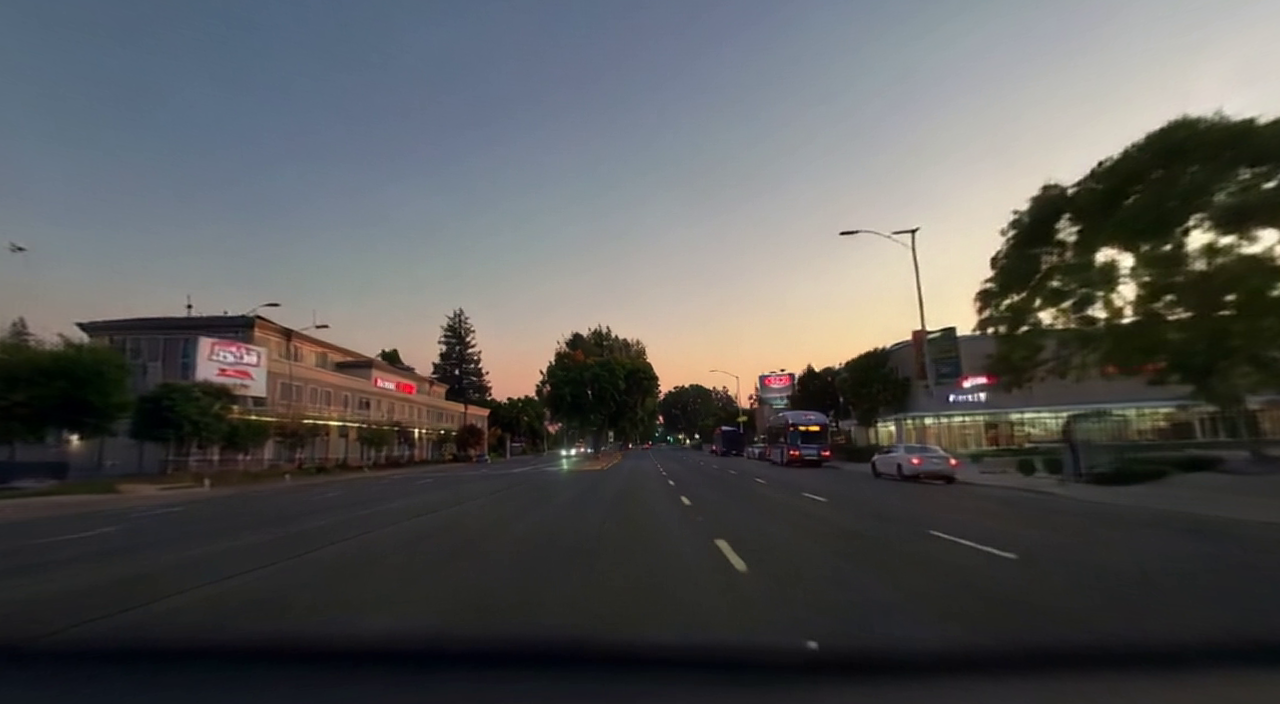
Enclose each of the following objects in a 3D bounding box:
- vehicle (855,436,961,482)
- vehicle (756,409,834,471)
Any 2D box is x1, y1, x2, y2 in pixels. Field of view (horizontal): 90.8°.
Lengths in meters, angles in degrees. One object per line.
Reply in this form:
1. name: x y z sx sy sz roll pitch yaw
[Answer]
1. vehicle: 10.238 4.111 24.581 2.085 1.630 4.403 0 -8 -1
2. vehicle: 9.900 5.797 41.370 2.897 3.584 7.857 1 -8 -2
